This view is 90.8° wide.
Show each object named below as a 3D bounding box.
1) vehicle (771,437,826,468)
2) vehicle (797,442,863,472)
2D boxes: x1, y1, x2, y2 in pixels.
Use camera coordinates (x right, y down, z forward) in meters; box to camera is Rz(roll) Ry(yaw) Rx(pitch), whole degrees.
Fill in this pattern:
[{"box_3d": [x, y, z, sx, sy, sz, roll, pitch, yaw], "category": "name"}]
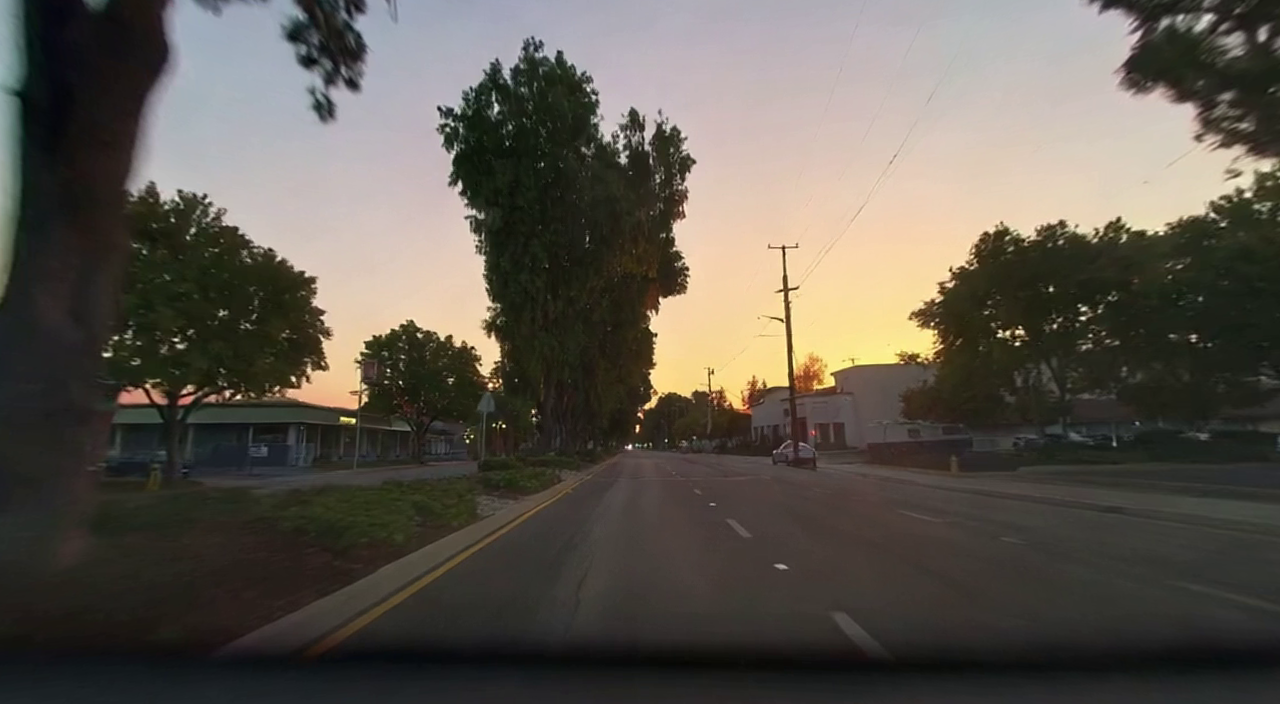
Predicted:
[{"box_3d": [9.813, 6.260, 39.420, 2.159, 1.767, 4.617, 0, -9, -1], "category": "vehicle"}, {"box_3d": [9.964, 5.541, 33.505, 1.885, 1.461, 4.751, 0, -9, -2], "category": "vehicle"}]
